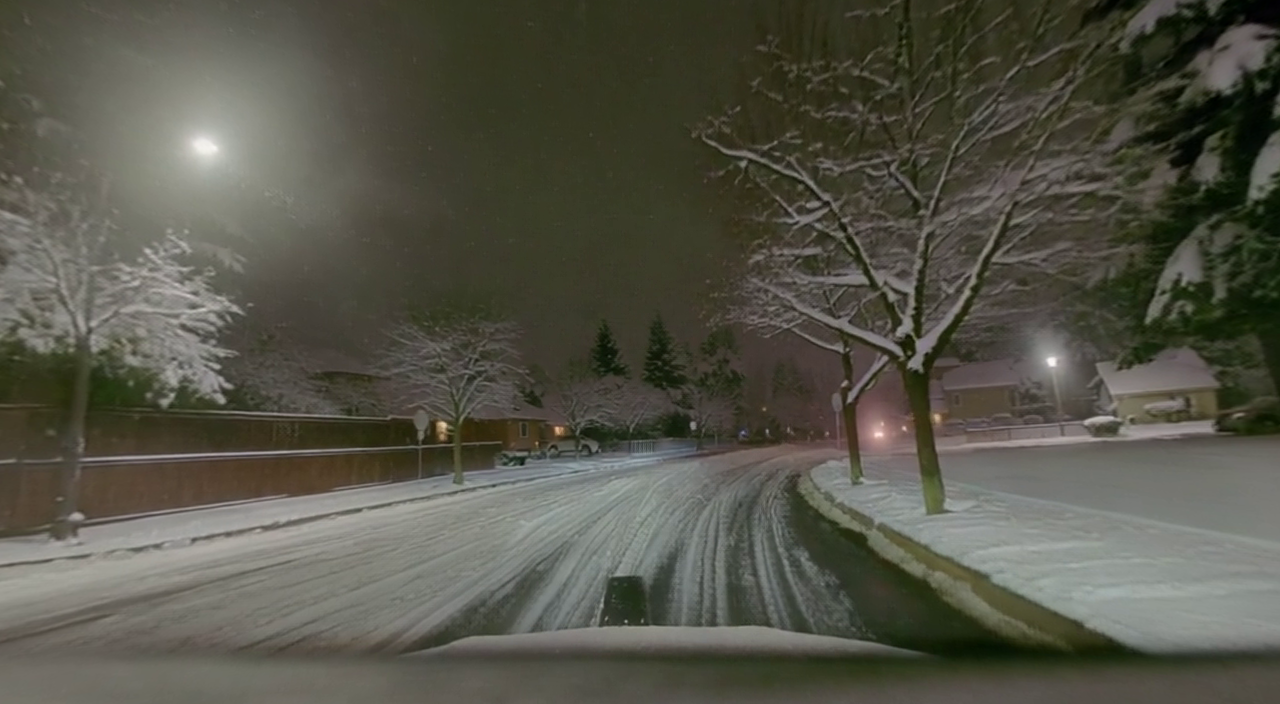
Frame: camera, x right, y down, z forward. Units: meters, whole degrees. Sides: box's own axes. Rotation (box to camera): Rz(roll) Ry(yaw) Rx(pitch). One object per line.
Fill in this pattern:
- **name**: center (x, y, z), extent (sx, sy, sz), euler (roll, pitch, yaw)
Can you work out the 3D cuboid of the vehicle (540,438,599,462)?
- **vehicle**: center (-5.293, 7.360, 47.583), extent (4.252, 1.681, 1.854), euler (2, -7, -5)
